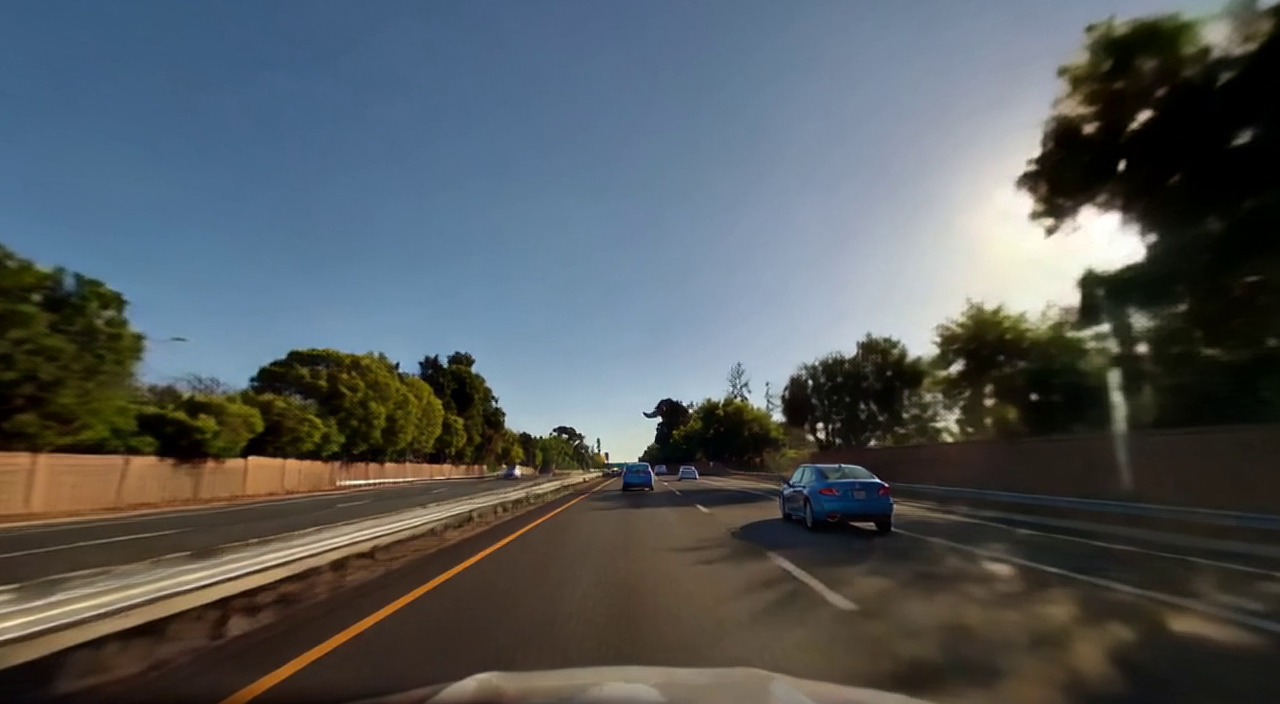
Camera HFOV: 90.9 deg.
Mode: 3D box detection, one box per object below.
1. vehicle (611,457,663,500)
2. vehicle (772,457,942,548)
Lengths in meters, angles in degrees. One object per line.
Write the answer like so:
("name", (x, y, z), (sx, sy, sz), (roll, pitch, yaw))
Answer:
("vehicle", (-0.130, 5.319, 26.635), (2.037, 1.605, 3.833), (1, -11, 0))
("vehicle", (4.109, 2.937, 12.750), (1.938, 1.494, 4.032), (1, -11, -1))
